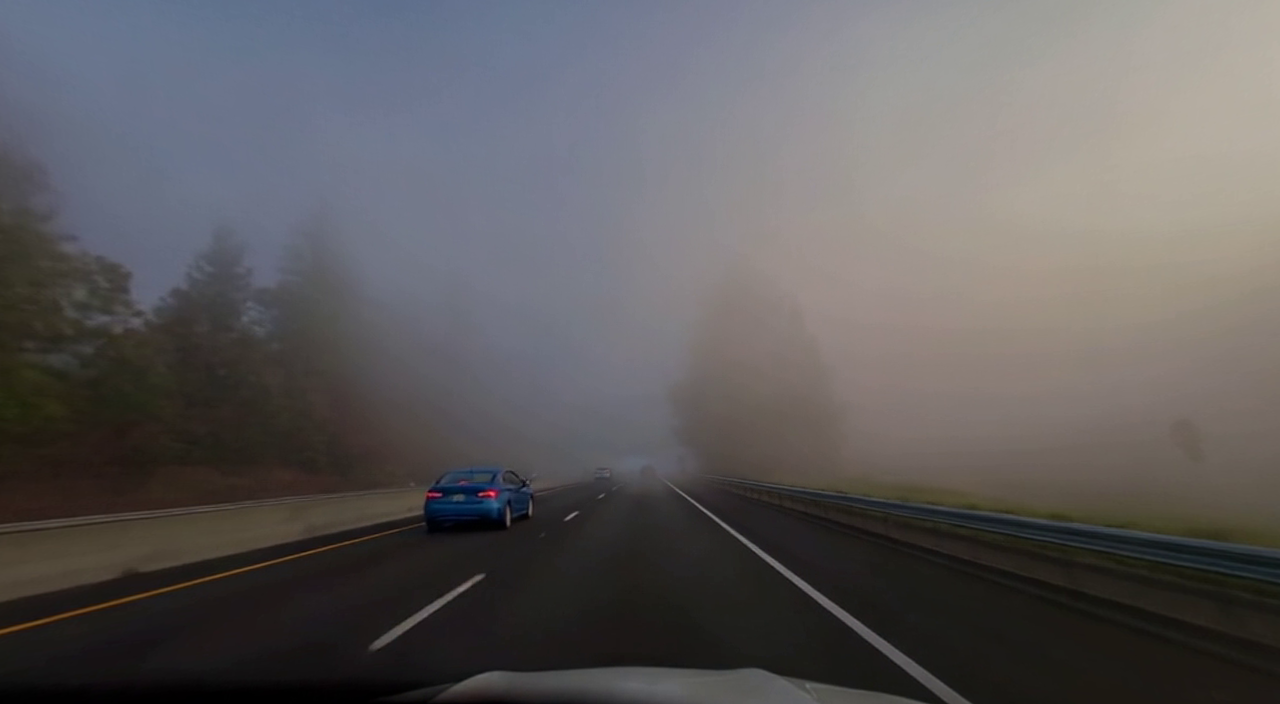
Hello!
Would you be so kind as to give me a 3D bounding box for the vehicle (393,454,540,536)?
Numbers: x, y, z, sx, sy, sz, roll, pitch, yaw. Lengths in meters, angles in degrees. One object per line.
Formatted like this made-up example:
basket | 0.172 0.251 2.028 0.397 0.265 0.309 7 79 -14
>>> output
vehicle | -3.698 3.159 14.358 2.047 1.523 4.279 1 -11 1
